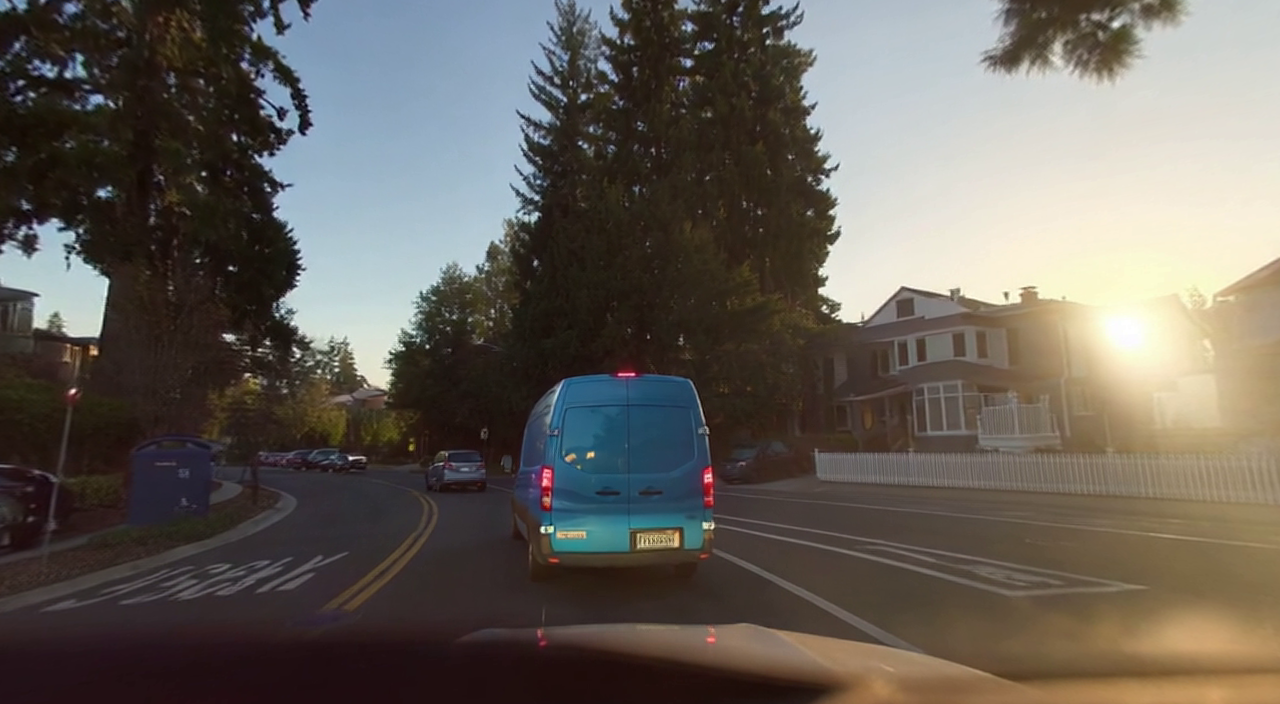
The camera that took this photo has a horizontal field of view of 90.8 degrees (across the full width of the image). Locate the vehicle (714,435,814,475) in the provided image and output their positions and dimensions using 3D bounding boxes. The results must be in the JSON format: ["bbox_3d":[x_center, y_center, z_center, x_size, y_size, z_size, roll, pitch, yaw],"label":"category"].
[{"bbox_3d":[5.996,4.920,30.357,4.559,1.754,1.985,5,-10,-33],"label":"vehicle"}]

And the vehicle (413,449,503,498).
[{"bbox_3d":[-6.272,4.028,21.418,2.008,1.445,4.386,4,-10,-28],"label":"vehicle"}]

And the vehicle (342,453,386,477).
[{"bbox_3d":[-18.885,7.654,43.096,1.911,1.493,4.291,6,-10,-33],"label":"vehicle"}]

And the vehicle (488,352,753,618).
[{"bbox_3d":[-0.668,1.435,7.712,2.213,2.124,4.809,2,-9,-14],"label":"vehicle"}]

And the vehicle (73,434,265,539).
[{"bbox_3d":[-10.278,2.866,14.402,2.228,1.871,5.492,4,-9,-24],"label":"vehicle"}]
